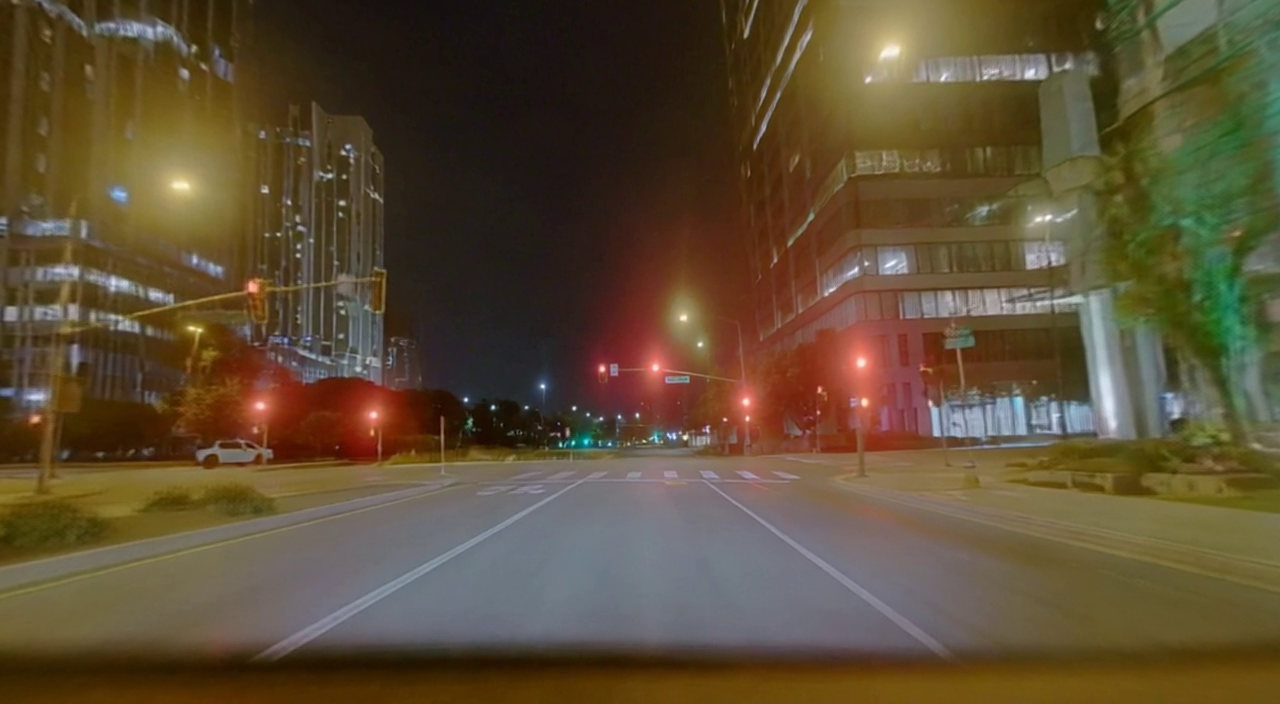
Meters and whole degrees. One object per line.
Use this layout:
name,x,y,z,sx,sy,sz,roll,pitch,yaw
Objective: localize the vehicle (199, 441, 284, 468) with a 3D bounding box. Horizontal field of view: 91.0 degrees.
vehicle,-27.947,7.177,44.295,4.603,1.666,1.972,-2,-7,-5
